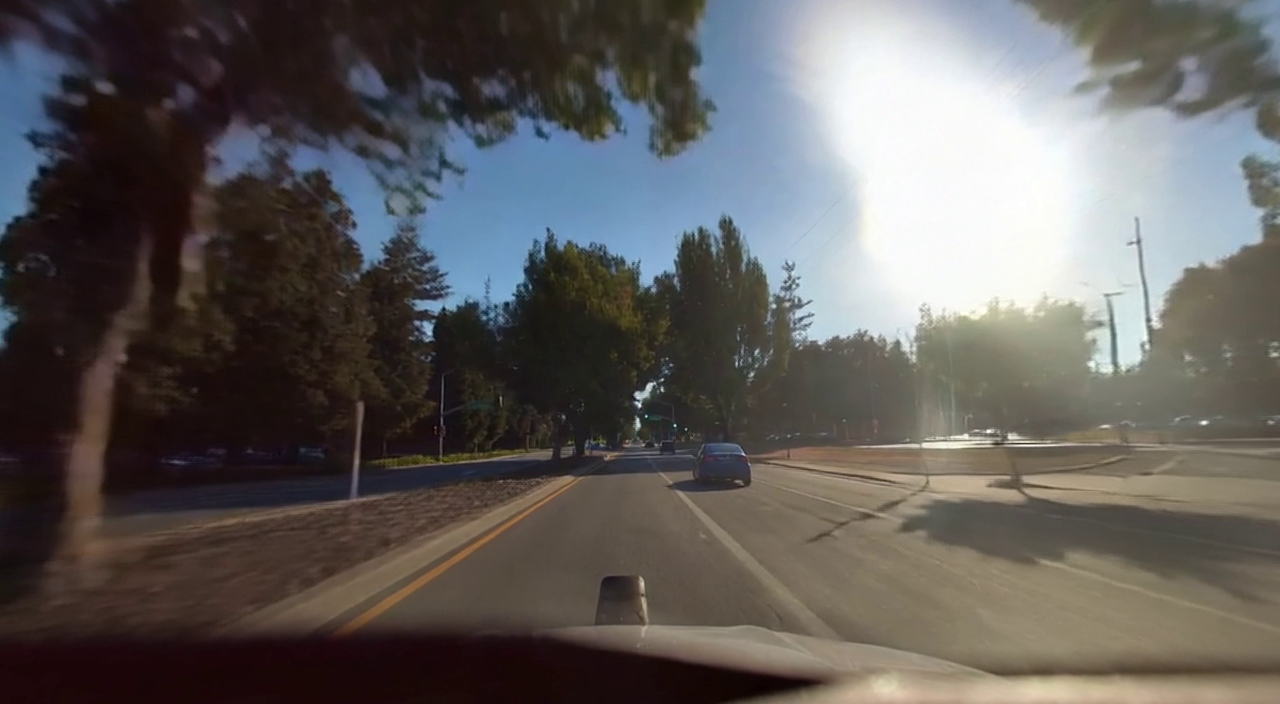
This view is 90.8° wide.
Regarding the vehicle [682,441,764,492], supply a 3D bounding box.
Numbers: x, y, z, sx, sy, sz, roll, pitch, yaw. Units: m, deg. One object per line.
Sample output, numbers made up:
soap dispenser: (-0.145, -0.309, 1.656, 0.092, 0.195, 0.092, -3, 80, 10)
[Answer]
vehicle: (2.624, 3.738, 21.013, 2.056, 1.483, 4.091, 0, -8, -1)
